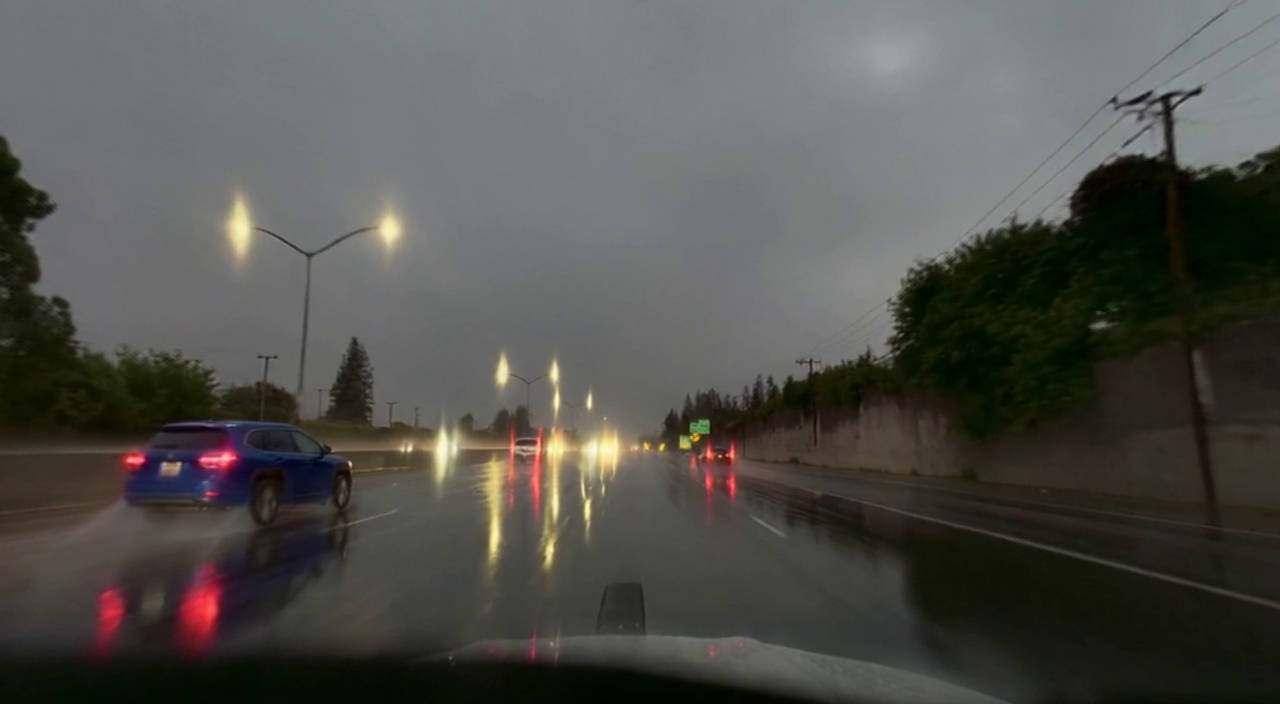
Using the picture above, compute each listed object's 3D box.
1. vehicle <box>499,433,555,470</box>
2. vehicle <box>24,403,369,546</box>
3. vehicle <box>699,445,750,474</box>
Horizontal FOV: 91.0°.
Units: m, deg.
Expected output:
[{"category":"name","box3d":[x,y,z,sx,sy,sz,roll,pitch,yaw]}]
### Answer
[{"category":"vehicle","box3d":[-6.359,5.690,36.042,2.255,1.934,4.868,1,-9,0]},{"category":"vehicle","box3d":[-6.384,1.836,9.991,2.058,1.698,4.567,1,-9,1]},{"category":"vehicle","box3d":[4.805,6.176,36.442,2.251,1.520,4.550,1,-9,-1]}]
